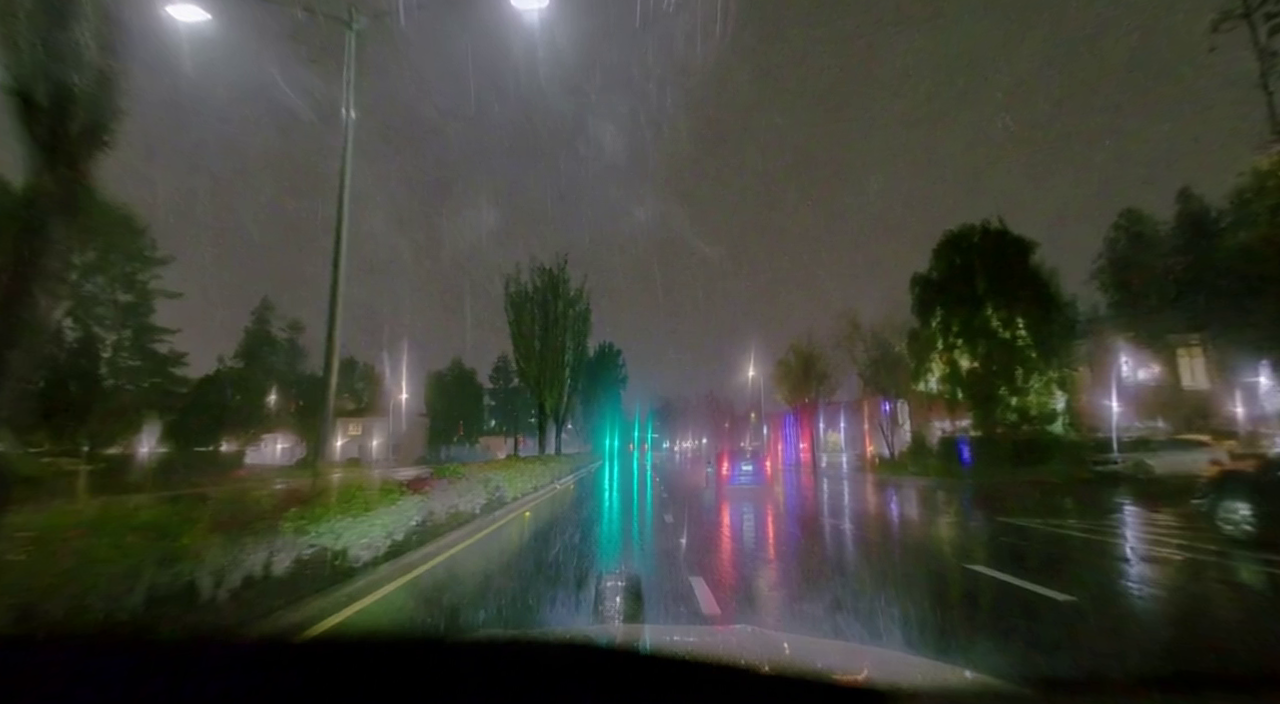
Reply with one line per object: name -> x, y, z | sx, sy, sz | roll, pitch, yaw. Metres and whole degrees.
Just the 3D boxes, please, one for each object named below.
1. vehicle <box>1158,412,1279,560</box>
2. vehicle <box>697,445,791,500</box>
vehicle -> 9.738, 1.578, 7.094 | 2.651, 1.914, 5.992 | 0, -9, -1
vehicle -> 2.900, 3.467, 18.678 | 1.929, 1.411, 4.284 | 0, -9, -2
